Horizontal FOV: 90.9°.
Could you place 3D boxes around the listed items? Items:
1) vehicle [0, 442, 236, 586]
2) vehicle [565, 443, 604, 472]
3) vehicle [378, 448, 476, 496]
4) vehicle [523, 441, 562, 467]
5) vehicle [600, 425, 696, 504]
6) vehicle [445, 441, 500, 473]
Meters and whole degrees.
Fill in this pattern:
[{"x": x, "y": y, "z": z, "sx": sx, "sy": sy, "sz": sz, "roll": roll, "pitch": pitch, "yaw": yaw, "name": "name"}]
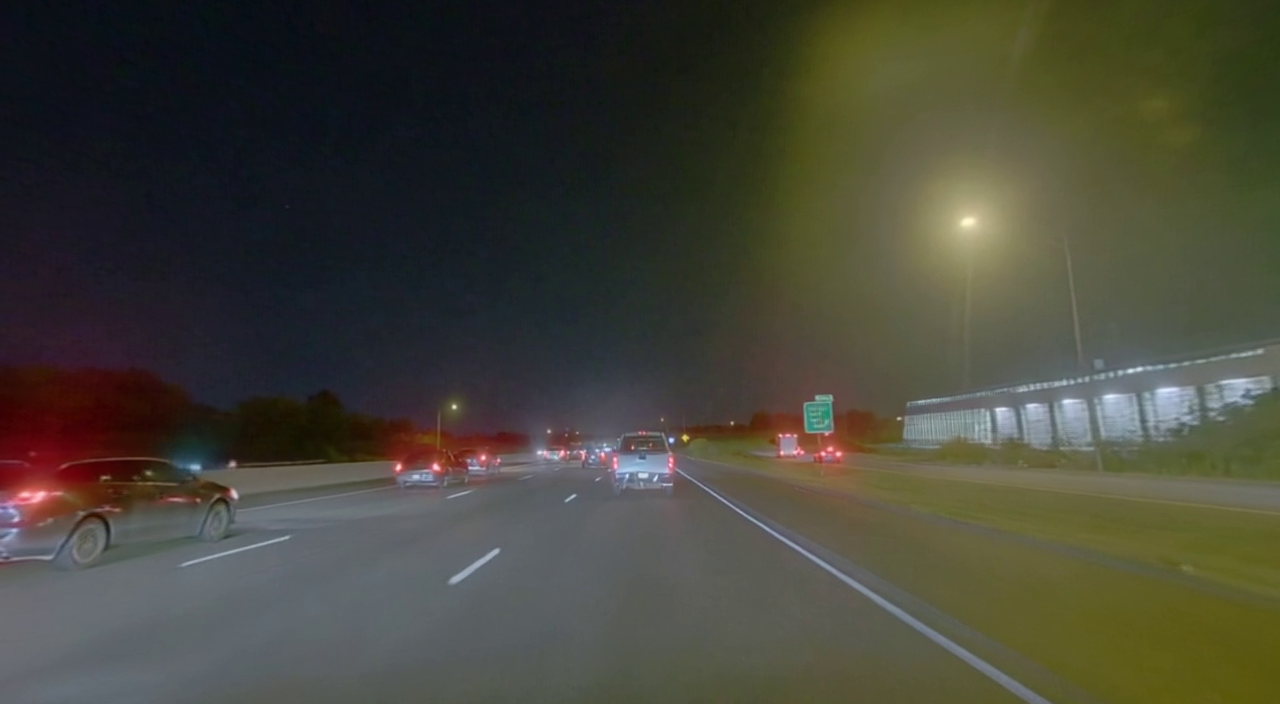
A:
[{"x": -7.455, "y": 1.886, "z": 7.941, "sx": 1.864, "sy": 1.458, "sz": 4.295, "roll": 0, "pitch": -9, "yaw": 0, "name": "vehicle"}, {"x": -3.331, "y": 6.432, "z": 38.526, "sx": 1.952, "sy": 1.649, "sz": 4.131, "roll": 0, "pitch": -9, "yaw": 1, "name": "vehicle"}, {"x": -7.212, "y": 4.073, "z": 21.841, "sx": 1.869, "sy": 1.466, "sz": 4.217, "roll": 0, "pitch": -9, "yaw": 1, "name": "vehicle"}, {"x": -7.363, "y": 7.761, "z": 48.045, "sx": 2.106, "sy": 1.816, "sz": 4.936, "roll": 0, "pitch": -9, "yaw": 0, "name": "vehicle"}, {"x": 0.198, "y": 2.856, "z": 16.302, "sx": 2.152, "sy": 1.779, "sz": 3.924, "roll": 0, "pitch": -9, "yaw": 1, "name": "vehicle"}, {"x": -11.121, "y": 6.992, "z": 42.296, "sx": 2.157, "sy": 1.941, "sz": 5.544, "roll": 0, "pitch": -9, "yaw": 0, "name": "vehicle"}]
